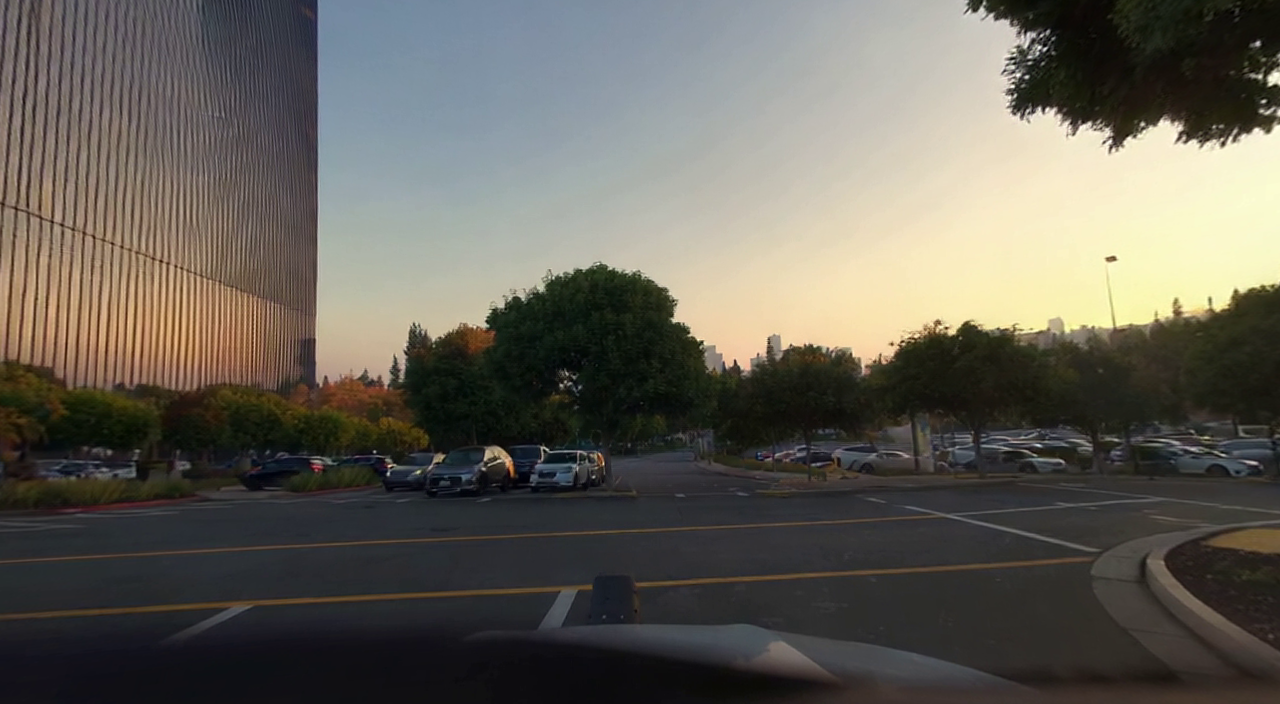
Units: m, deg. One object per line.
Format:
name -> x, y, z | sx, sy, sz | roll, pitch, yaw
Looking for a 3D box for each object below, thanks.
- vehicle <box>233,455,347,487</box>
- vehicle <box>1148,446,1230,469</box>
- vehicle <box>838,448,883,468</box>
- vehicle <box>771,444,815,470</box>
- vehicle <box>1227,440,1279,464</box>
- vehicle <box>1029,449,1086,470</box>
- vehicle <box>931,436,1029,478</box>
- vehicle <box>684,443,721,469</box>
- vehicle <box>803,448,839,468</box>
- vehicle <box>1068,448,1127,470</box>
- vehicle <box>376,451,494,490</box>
vehicle -> -16.739, 5.695, 30.361 | 4.331, 1.437, 1.876 | 0, -8, 3
vehicle -> 37.011, 7.118, 42.764 | 1.678, 1.423, 4.191 | 0, -8, -2
vehicle -> 17.055, 8.221, 49.080 | 1.971, 1.478, 4.477 | 0, -8, 1
vehicle -> 10.527, 7.201, 43.696 | 1.936, 1.673, 4.305 | 0, -8, 0
vehicle -> 43.061, 6.818, 43.090 | 1.758, 1.572, 4.421 | 0, -8, 1
vehicle -> 28.304, 7.285, 42.900 | 1.495, 1.371, 3.336 | 0, -9, 0
vehicle -> 16.475, 5.094, 30.977 | 2.048, 1.852, 4.998 | 0, -9, 1
vehicle -> 4.605, 7.745, 47.301 | 2.262, 1.794, 5.331 | 0, -8, 1
vehicle -> 14.199, 8.300, 49.648 | 1.935, 1.477, 3.719 | 0, -8, 4
vehicle -> 31.293, 7.307, 43.273 | 1.519, 1.371, 3.278 | 0, -8, -1
vehicle -> -8.702, 4.978, 26.905 | 4.442, 1.504, 1.809 | 4, -10, -28
